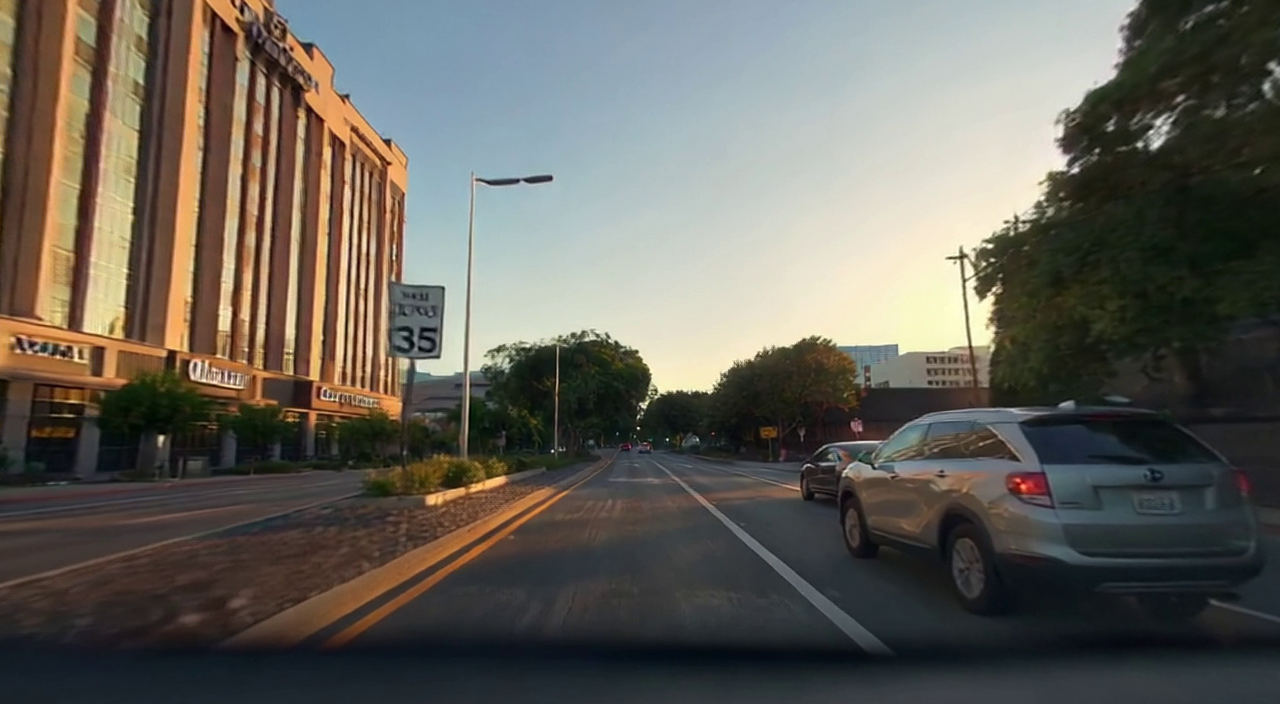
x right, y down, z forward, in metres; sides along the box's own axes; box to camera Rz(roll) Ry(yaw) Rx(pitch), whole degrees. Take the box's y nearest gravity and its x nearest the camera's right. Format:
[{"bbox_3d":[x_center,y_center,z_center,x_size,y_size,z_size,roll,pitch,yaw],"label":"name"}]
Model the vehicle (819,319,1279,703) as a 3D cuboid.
[{"bbox_3d":[3.695,1.181,5.750,2.505,1.971,5.162,0,-8,-1],"label":"vehicle"}]
